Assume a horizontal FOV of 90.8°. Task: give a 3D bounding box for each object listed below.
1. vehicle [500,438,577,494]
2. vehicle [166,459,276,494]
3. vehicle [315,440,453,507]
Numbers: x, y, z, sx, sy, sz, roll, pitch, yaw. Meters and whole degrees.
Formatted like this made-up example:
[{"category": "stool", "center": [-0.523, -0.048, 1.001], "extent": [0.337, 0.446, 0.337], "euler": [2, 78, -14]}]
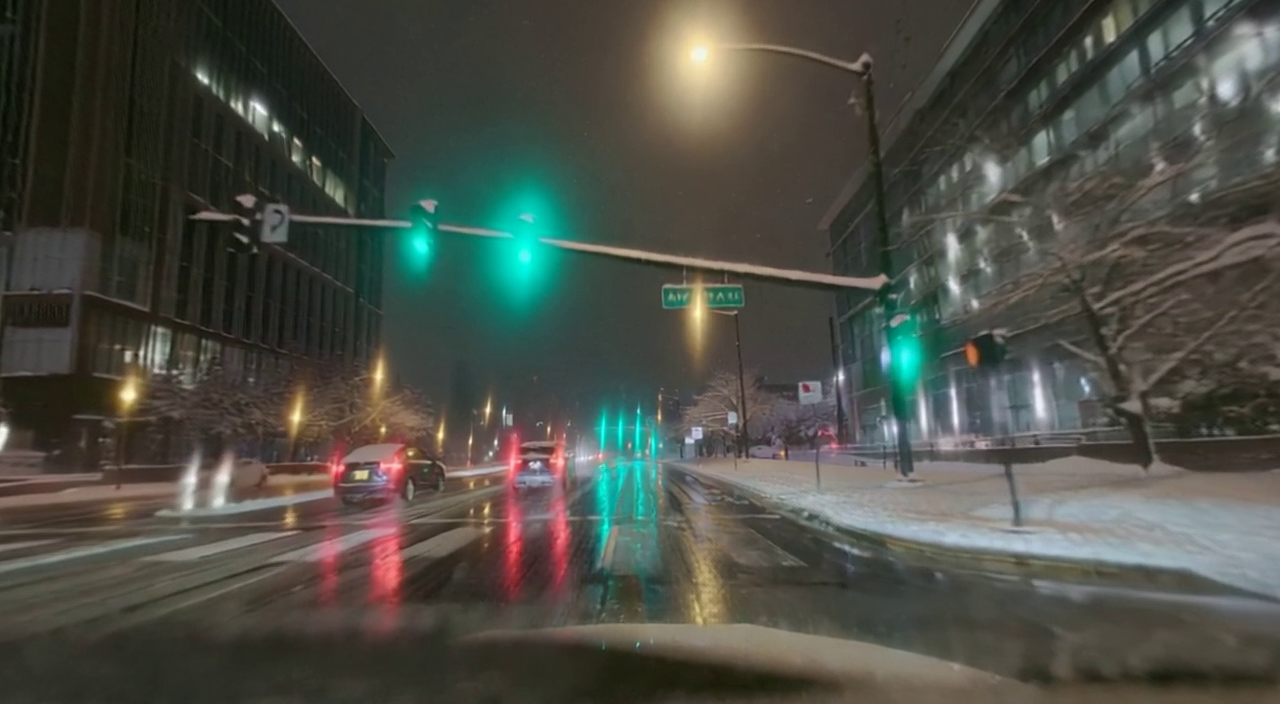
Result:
[{"category": "vehicle", "center": [-3.411, 3.913, 22.094], "extent": [2.052, 1.729, 4.195], "euler": [0, -9, -1]}, {"category": "vehicle", "center": [-20.653, 6.131, 31.433], "extent": [2.050, 1.519, 4.736], "euler": [-1, -9, 2]}, {"category": "vehicle", "center": [-6.939, 3.304, 17.733], "extent": [1.909, 1.605, 4.561], "euler": [0, -8, 1]}]
